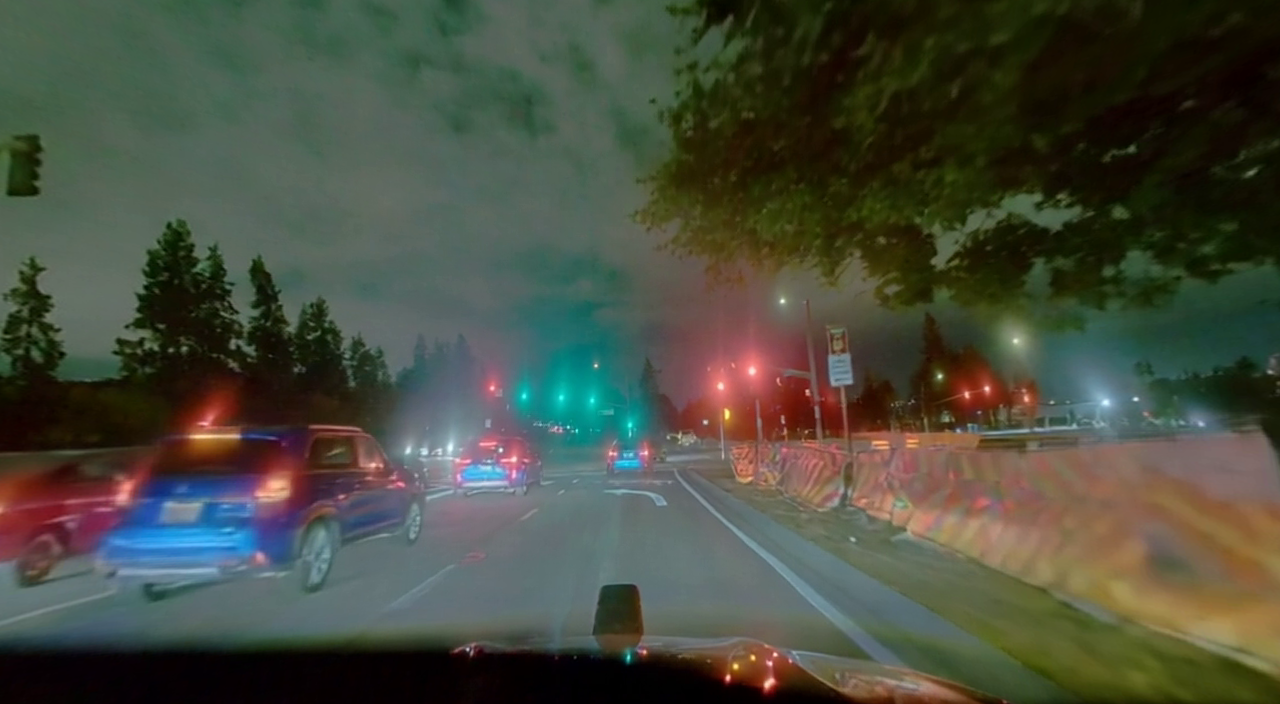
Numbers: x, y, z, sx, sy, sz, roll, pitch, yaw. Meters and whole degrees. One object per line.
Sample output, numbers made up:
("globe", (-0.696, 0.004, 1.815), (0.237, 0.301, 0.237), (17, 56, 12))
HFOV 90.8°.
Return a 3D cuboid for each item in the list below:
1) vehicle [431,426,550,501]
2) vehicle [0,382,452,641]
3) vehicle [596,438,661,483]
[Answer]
("vehicle", (-4.136, 3.195, 18.493), (2.240, 1.844, 5.043), (0, -9, 0))
("vehicle", (-4.010, 1.561, 7.220), (2.236, 1.886, 4.792), (-2, -9, 0))
("vehicle", (-0.366, 3.992, 23.552), (2.183, 1.506, 4.286), (0, -9, 1))
